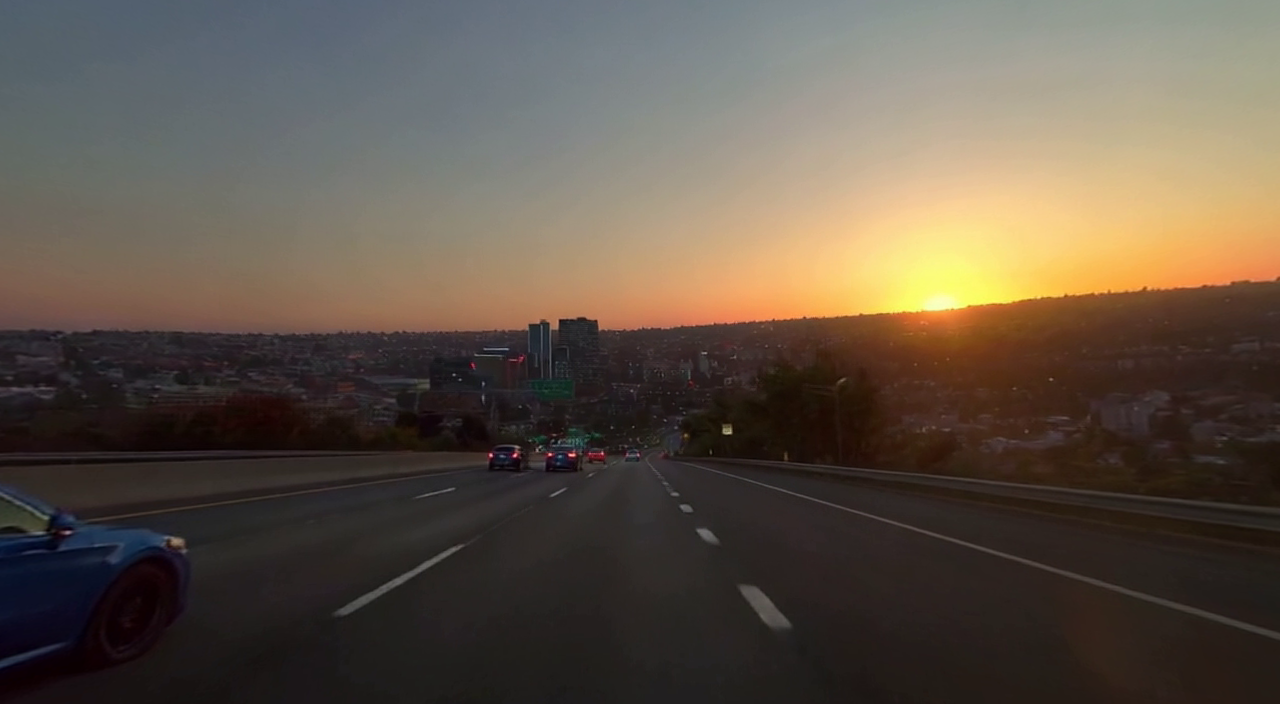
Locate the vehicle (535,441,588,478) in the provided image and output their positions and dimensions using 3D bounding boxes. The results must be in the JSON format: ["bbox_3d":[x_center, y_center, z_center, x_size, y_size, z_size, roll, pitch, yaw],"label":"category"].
[{"bbox_3d":[-3.848,5.362,31.668,2.075,1.702,4.257,0,-9,0],"label":"vehicle"}]

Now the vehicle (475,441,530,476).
[{"bbox_3d":[-7.776,6.072,36.302,2.040,1.824,4.917,0,-9,0],"label":"vehicle"}]

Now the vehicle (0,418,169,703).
[{"bbox_3d":[-4.050,0.873,1.690,2.114,1.480,4.473,0,-9,0],"label":"vehicle"}]
